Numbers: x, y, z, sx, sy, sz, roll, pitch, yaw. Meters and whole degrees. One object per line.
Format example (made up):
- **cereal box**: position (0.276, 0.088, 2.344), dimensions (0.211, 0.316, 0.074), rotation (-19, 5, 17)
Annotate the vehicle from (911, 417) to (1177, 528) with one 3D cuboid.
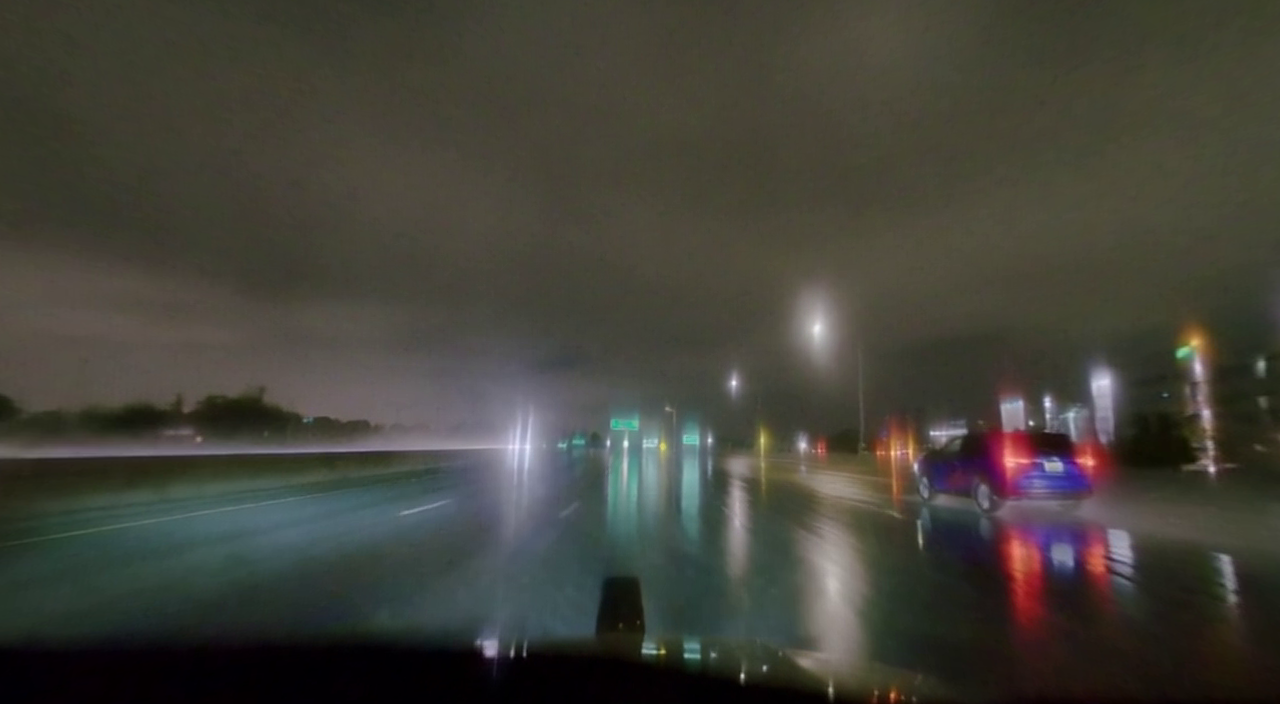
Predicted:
- **vehicle**: position (7.242, 2.208, 12.032), dimensions (2.091, 1.711, 4.383), rotation (0, -9, -1)
